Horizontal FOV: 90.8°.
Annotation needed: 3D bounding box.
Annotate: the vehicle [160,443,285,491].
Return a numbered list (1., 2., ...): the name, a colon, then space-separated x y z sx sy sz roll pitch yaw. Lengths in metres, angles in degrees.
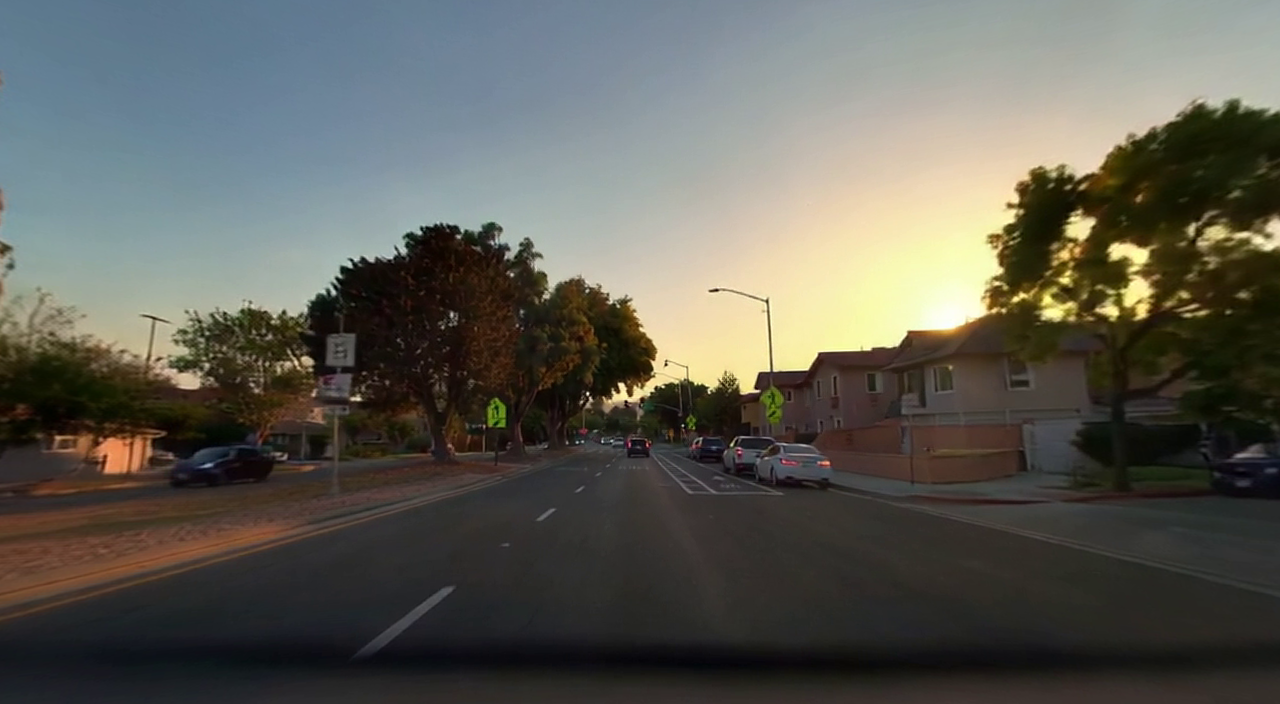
1. vehicle: -16.408 4.511 25.168 1.957 1.705 4.346 0 -9 1

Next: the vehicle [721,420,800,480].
1. vehicle: 5.415 4.555 29.431 2.324 2.468 6.422 0 -9 -1

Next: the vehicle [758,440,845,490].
1. vehicle: 5.698 4.042 22.937 1.940 1.584 4.553 0 -9 0

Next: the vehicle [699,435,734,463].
1. vehicle: 5.545 7.106 46.639 2.008 1.930 4.919 0 -8 1
